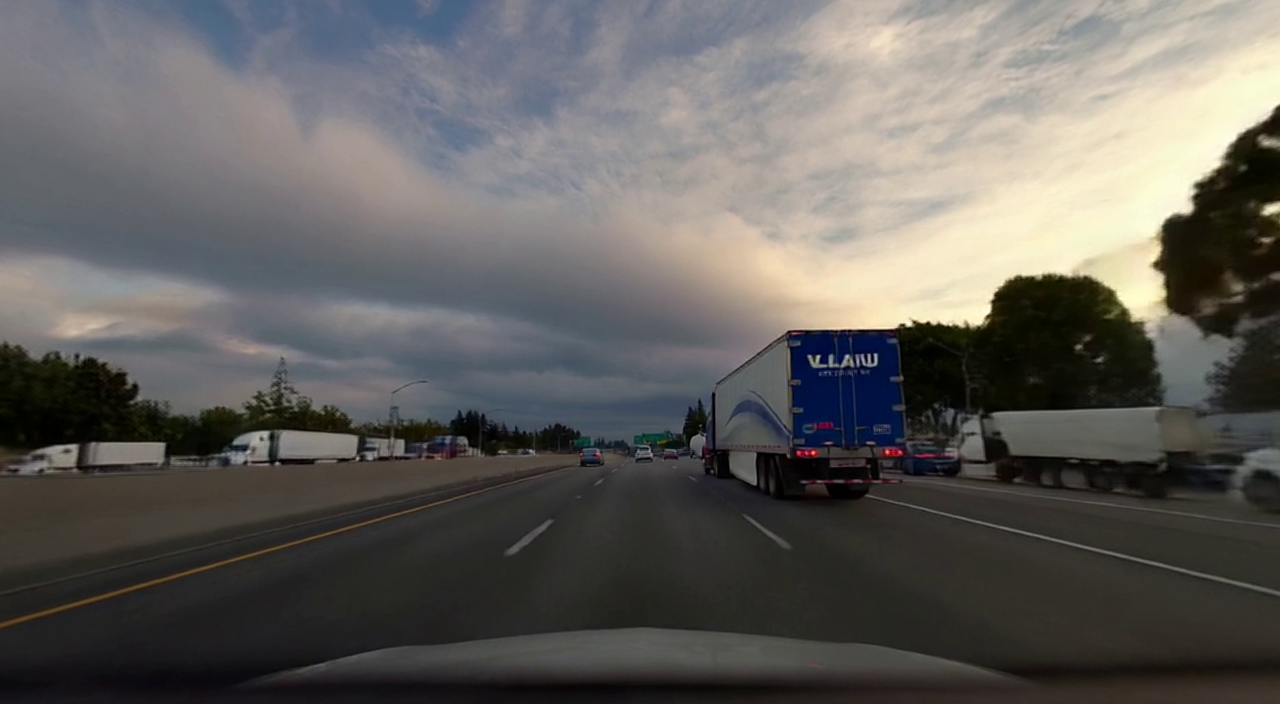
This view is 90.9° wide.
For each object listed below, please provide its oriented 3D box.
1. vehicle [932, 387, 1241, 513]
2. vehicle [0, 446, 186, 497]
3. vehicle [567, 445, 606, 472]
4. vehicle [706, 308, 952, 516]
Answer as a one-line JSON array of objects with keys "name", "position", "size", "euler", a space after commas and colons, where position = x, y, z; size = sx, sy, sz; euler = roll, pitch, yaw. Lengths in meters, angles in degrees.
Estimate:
[{"name": "vehicle", "position": [17.872, 4.282, 27.811], "size": [2.856, 4.064, 14.685], "euler": [0, -9, 0]}, {"name": "vehicle", "position": [-31.144, 6.743, 36.436], "size": [2.721, 2.441, 9.568], "euler": [2, -9, -1]}, {"name": "vehicle", "position": [-3.345, 6.733, 40.061], "size": [2.107, 1.626, 4.804], "euler": [0, -9, 0]}, {"name": "vehicle", "position": [4.393, 2.202, 19.428], "size": [2.847, 4.075, 14.244], "euler": [0, -9, -1]}]
